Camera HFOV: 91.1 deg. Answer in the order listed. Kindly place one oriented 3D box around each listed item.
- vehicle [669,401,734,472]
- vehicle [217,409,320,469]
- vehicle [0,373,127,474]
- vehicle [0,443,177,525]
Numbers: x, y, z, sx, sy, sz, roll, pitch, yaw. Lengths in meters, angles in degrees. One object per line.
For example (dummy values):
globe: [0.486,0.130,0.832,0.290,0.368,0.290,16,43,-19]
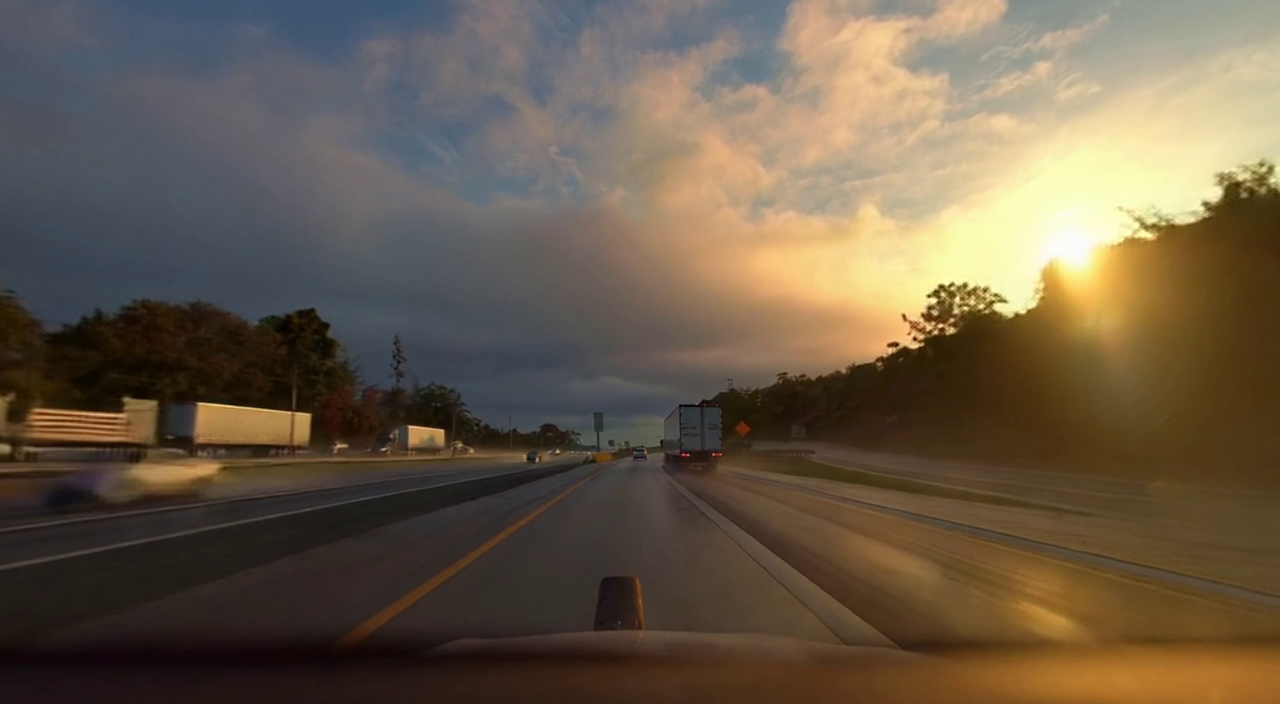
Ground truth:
vehicle: [3.899,5.972,43.606,3.185,4.154,12.638,0,-9,0]
vehicle: [-26.604,6.355,45.528,3.120,3.923,6.859,0,-9,0]
vehicle: [-26.309,2.976,25.534,2.933,3.877,9.896,0,-9,-3]
vehicle: [-13.375,2.906,14.419,2.101,1.571,4.375,0,-9,0]
